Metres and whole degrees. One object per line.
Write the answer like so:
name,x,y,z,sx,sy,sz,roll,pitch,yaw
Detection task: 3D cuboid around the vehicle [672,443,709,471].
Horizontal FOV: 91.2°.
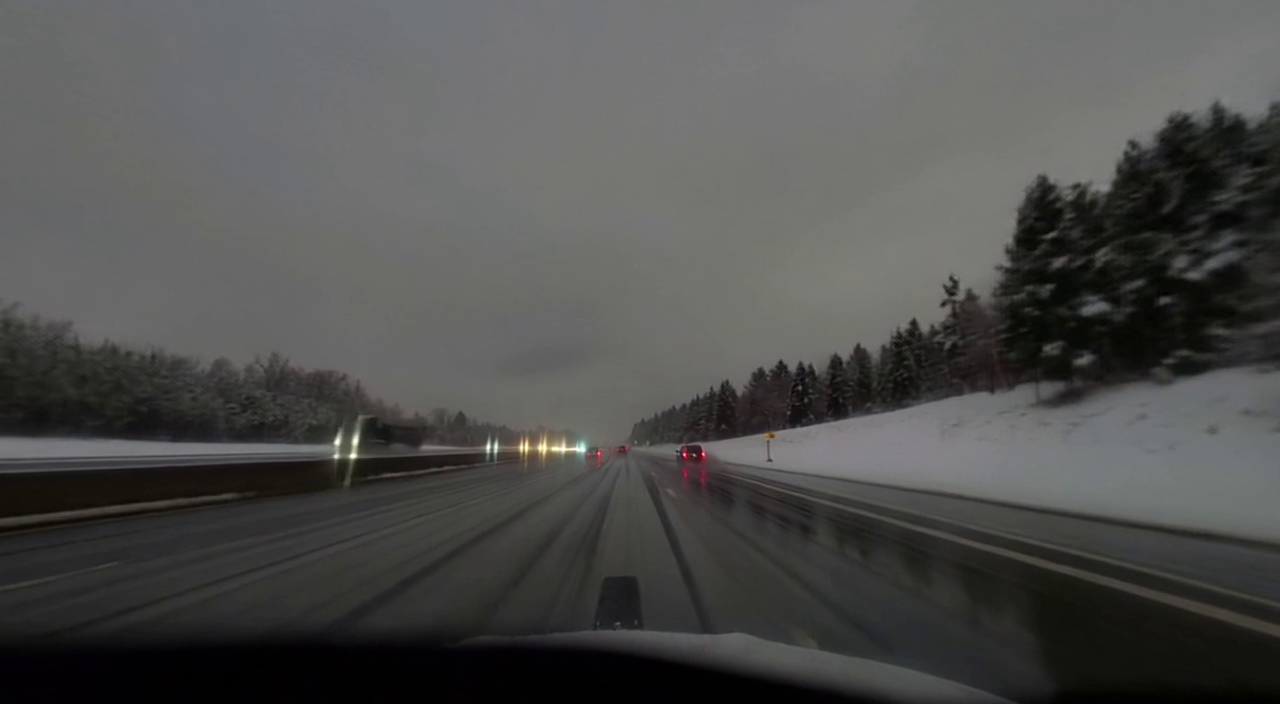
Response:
vehicle,3.039,6.414,38.464,1.895,1.555,4.030,0,-9,0
